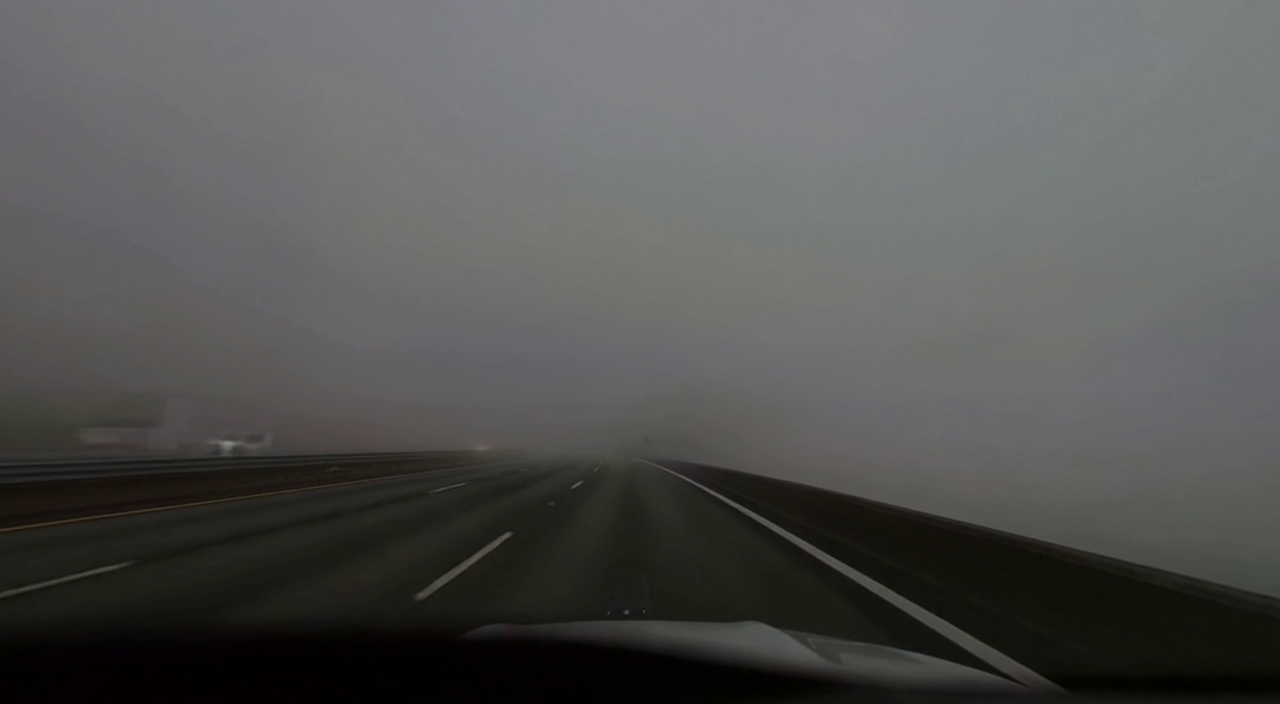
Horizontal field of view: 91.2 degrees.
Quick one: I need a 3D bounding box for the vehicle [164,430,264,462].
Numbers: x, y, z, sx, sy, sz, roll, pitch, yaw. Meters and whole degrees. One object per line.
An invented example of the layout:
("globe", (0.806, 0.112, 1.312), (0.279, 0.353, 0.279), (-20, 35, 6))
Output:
("vehicle", (-21.988, 4.893, 32.663), (2.081, 1.569, 4.506), (0, -9, -1))
